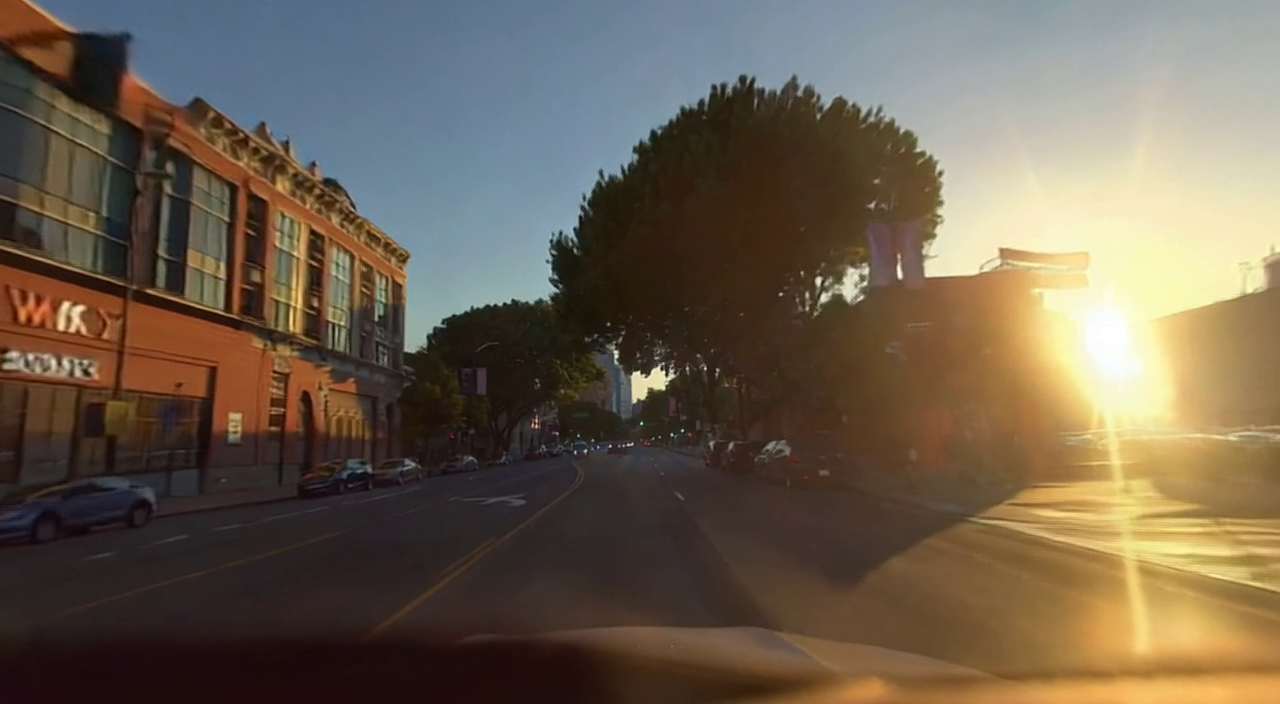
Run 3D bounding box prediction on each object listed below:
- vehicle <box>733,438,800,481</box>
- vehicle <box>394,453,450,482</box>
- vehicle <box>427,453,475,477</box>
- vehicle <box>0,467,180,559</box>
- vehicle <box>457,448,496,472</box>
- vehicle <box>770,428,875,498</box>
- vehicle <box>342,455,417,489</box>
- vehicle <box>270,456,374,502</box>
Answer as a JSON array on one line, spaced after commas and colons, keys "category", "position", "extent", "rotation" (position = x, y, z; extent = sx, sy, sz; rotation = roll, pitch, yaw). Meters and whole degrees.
[{"category": "vehicle", "position": [5.745, 4.921, 29.205], "extent": [1.991, 1.771, 4.604], "rotation": [0, -9, -2]}, {"category": "vehicle", "position": [-12.744, 6.732, 37.162], "extent": [1.800, 1.532, 4.110], "rotation": [-1, -8, 0]}, {"category": "vehicle", "position": [-12.774, 7.630, 42.998], "extent": [1.868, 1.418, 4.415], "rotation": [-2, -9, 1]}, {"category": "vehicle", "position": [-12.255, 3.252, 13.326], "extent": [1.842, 1.461, 4.371], "rotation": [0, -8, -1]}, {"category": "vehicle", "position": [-12.289, 8.130, 47.798], "extent": [1.834, 1.643, 4.110], "rotation": [-1, -8, 1]}, {"category": "vehicle", "position": [5.757, 3.567, 20.589], "extent": [2.010, 1.943, 4.319], "rotation": [-2, -9, -1]}, {"category": "vehicle", "position": [-12.799, 5.888, 31.337], "extent": [1.927, 1.489, 4.572], "rotation": [0, -8, -2]}, {"category": "vehicle", "position": [-12.213, 4.865, 24.596], "extent": [1.804, 1.533, 4.121], "rotation": [-1, -8, 1]}]
